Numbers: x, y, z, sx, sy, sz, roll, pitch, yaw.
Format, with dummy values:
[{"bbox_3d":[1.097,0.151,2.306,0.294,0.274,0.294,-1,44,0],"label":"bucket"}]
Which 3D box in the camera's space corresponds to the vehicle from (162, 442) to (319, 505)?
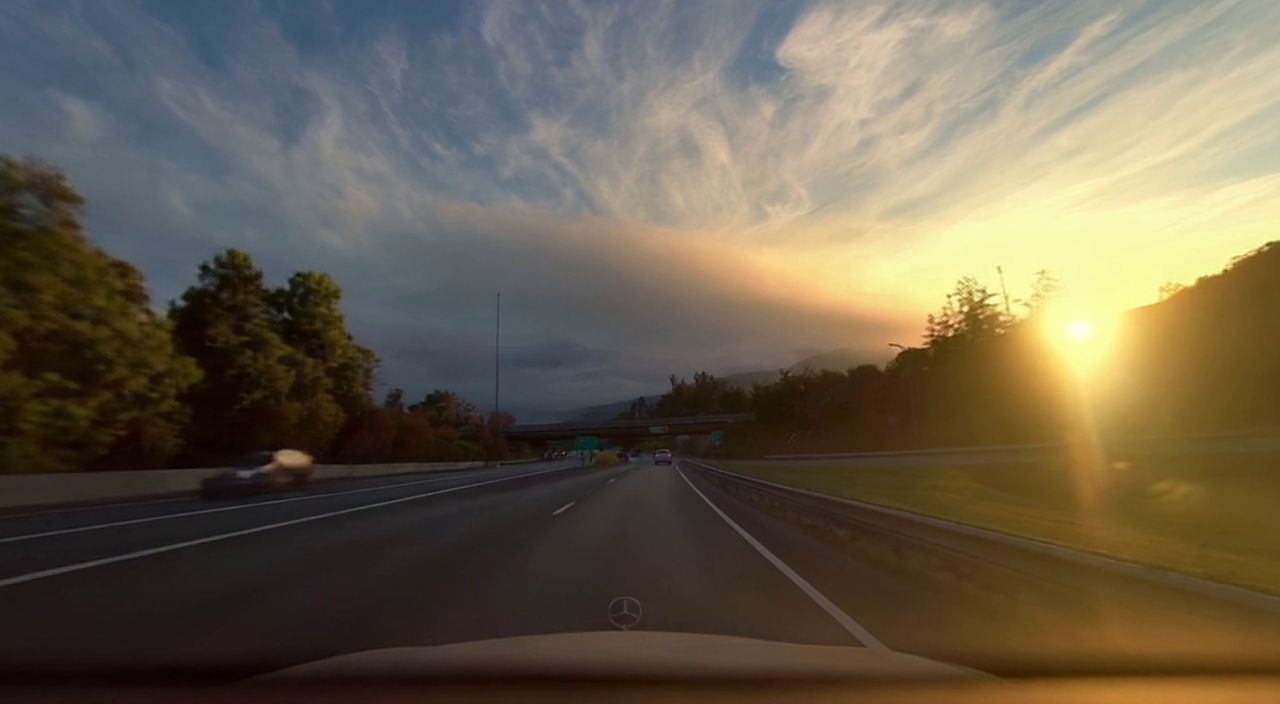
[{"bbox_3d":[-12.097,3.679,19.546,1.981,1.676,4.508,0,-9,-2],"label":"vehicle"}]
